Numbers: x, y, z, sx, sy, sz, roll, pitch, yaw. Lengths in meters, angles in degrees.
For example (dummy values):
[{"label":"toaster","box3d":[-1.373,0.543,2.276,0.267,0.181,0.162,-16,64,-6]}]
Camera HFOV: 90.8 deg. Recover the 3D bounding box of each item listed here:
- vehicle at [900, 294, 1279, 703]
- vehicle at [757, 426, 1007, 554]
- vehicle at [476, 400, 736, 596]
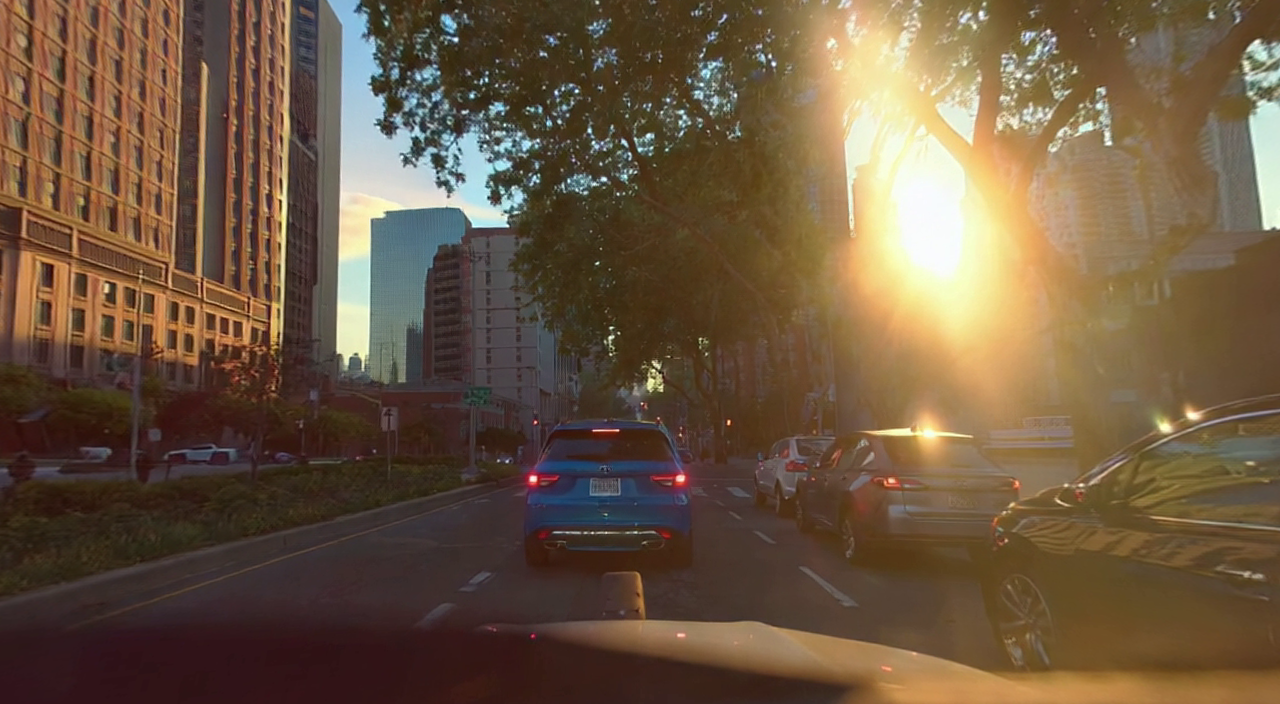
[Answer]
[{"label":"vehicle","box3d":[2.997,0.752,2.241,2.063,1.760,4.664,0,-9,-1]},{"label":"vehicle","box3d":[3.288,1.977,9.813,1.941,1.482,4.632,0,-9,-2]},{"label":"vehicle","box3d":[-0.349,1.578,7.612,2.249,1.684,4.084,0,-9,-2]}]
